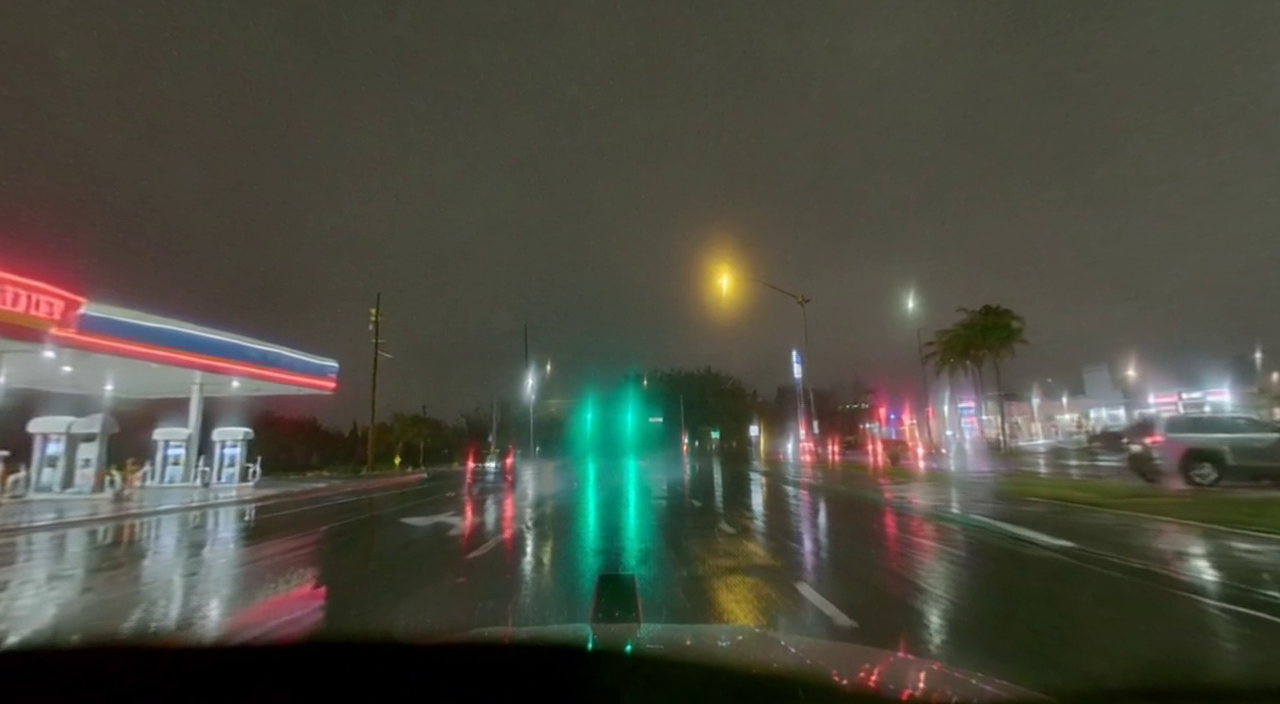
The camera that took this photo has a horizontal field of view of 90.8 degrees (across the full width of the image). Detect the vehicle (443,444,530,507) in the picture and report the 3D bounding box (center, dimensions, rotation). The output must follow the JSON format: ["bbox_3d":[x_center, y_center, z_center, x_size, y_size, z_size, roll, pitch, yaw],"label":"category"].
[{"bbox_3d":[-4.371,3.416,18.150,2.073,1.525,4.809,2,-9,-13],"label":"vehicle"}]

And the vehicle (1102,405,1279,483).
[{"bbox_3d":[14.375,2.183,14.984,5.317,1.700,1.901,0,-8,-1],"label":"vehicle"}]

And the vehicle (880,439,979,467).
[{"bbox_3d":[16.193,5.665,35.492,4.549,1.492,1.981,0,-8,3],"label":"vehicle"}]
